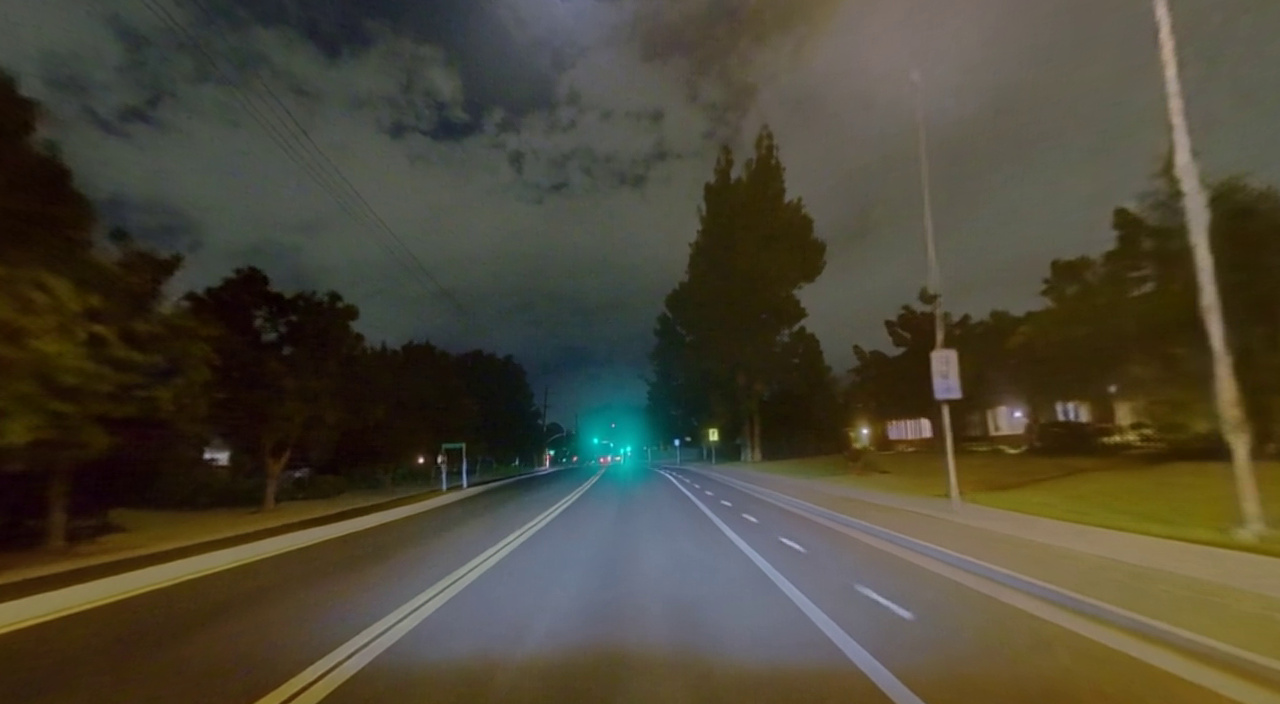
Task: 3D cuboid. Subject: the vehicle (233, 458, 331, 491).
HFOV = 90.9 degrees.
[{"bbox_3d":[-20.761,7.101,36.645,4.459,1.772,2.011,-1,-9,7],"label":"vehicle"}]
